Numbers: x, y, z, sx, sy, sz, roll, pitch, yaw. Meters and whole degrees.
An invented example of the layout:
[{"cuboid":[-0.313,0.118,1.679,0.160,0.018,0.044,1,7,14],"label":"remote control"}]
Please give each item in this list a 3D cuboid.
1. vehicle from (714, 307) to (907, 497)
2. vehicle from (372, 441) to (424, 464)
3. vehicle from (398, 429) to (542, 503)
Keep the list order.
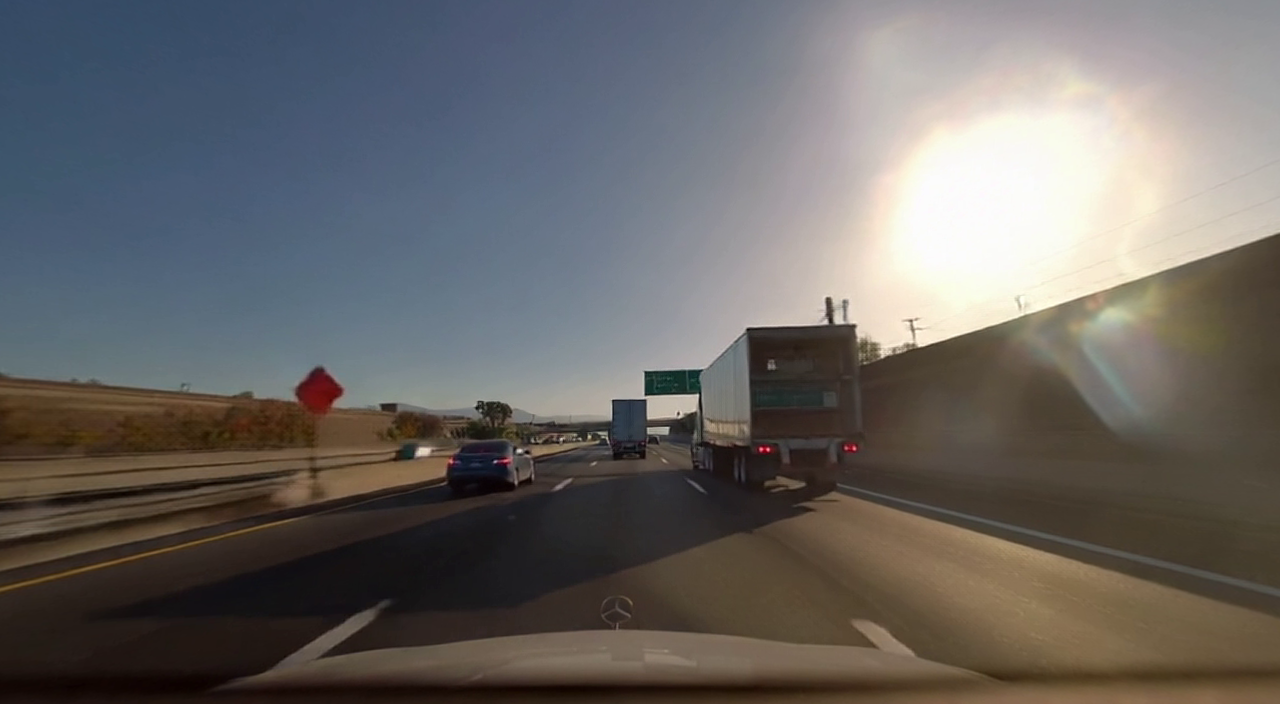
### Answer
[{"cuboid":[4.040,1.567,17.422,2.873,3.998,8.286,0,-8,-1],"label":"vehicle"},{"cuboid":[-16.534,6.868,43.276,1.807,1.474,4.551,0,-8,0],"label":"vehicle"},{"cuboid":[-4.013,2.766,15.998,2.208,1.542,5.138,0,-8,0],"label":"vehicle"}]
